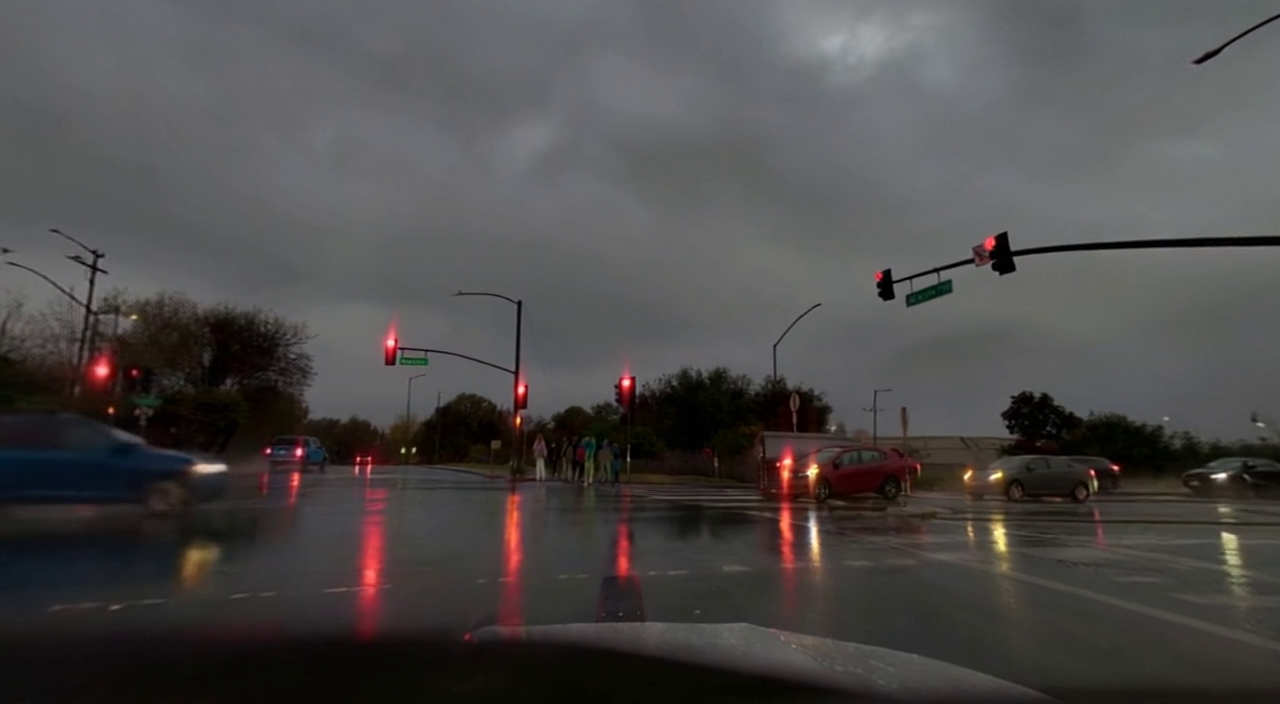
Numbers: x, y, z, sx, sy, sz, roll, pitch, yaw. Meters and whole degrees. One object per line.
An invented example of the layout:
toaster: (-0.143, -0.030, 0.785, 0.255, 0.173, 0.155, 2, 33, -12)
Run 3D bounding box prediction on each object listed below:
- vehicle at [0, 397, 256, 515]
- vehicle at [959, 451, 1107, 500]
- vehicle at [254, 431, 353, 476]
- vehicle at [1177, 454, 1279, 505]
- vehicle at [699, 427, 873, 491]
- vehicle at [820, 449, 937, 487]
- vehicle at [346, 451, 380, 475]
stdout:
vehicle: (-9.456, 1.723, 10.582, 4.633, 1.739, 2.090, 3, -9, -17)
vehicle: (14.882, 4.671, 23.979, 4.356, 1.498, 1.957, -2, -8, -7)
vehicle: (-16.396, 4.968, 31.093, 2.243, 2.011, 5.631, 1, -9, -6)
vehicle: (24.297, 5.037, 25.092, 4.322, 1.522, 1.795, -4, -9, -9)
vehicle: (5.088, 3.769, 22.217, 5.535, 1.896, 2.170, 4, -9, -10)
vehicle: (10.643, 5.180, 28.279, 4.537, 1.608, 1.827, 2, -9, -8)
vehicle: (-19.433, 7.728, 44.062, 1.964, 1.525, 4.750, 4, -9, -24)
